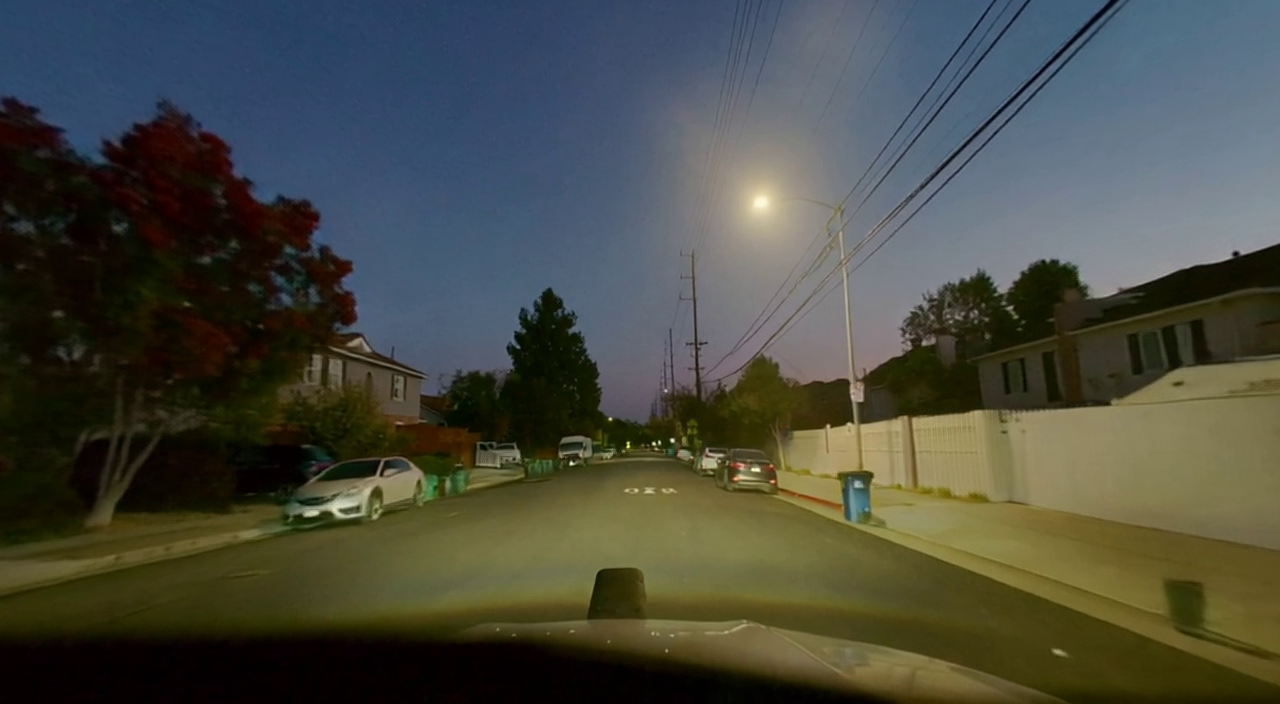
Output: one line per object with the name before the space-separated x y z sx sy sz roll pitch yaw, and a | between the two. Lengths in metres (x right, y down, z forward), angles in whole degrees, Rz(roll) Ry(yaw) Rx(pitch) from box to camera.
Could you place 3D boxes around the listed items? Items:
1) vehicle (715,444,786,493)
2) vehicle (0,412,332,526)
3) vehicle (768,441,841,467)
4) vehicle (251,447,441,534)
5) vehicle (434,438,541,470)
vehicle | 3.641 3.898 21.534 1.903 1.500 4.057 0 -9 3
vehicle | -11.125 2.798 15.820 2.416 2.211 6.384 -2 -9 15
vehicle | 11.542 7.175 44.600 4.530 1.736 2.144 0 -9 3
vehicle | -6.508 3.066 14.730 2.062 1.500 4.629 -3 -8 3
vehicle | -10.165 6.834 42.565 6.540 2.079 2.565 0 -9 1
